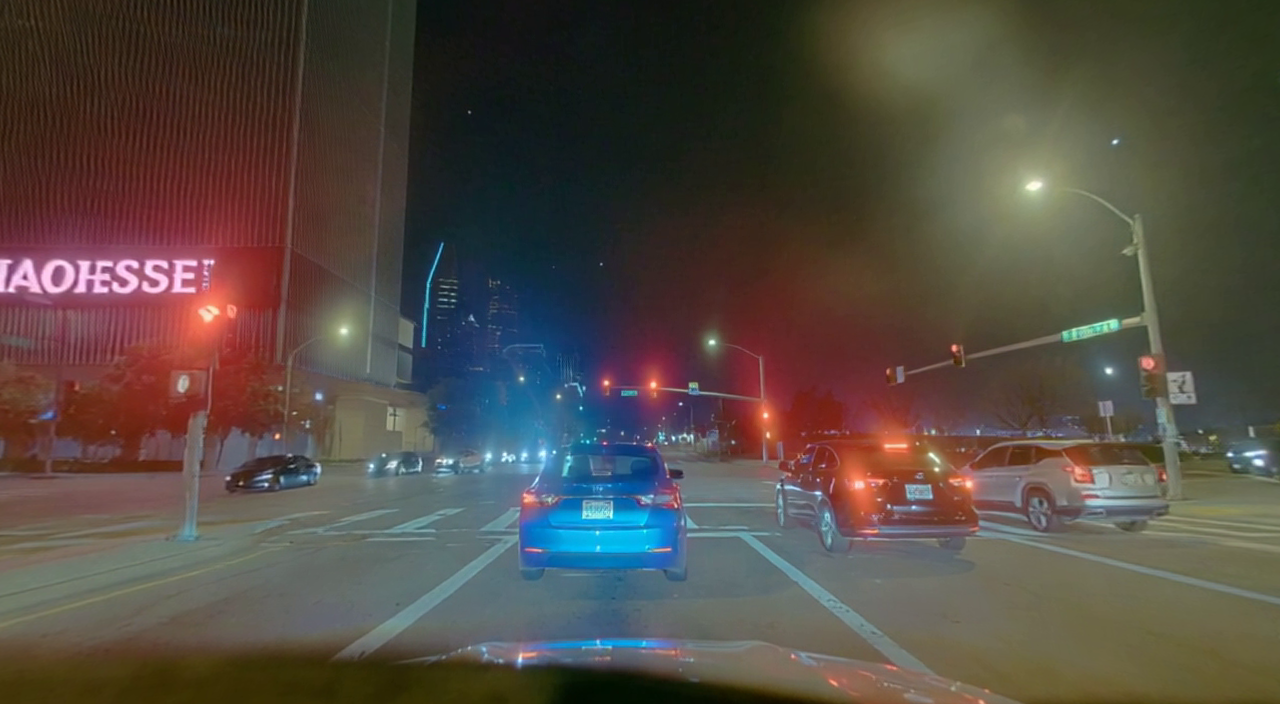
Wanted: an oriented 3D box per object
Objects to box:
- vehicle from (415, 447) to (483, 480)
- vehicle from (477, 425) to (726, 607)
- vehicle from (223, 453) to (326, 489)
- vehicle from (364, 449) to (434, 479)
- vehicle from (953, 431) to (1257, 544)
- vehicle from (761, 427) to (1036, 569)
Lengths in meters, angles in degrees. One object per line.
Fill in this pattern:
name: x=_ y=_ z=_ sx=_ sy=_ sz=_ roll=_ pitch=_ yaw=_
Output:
vehicle: x=-9.162 y=5.345 z=30.531 sx=2.045 sy=1.492 sz=3.816 roll=0 pitch=-8 yaw=0
vehicle: x=-0.367 y=1.654 z=7.286 sx=2.059 sy=1.477 sz=3.988 roll=0 pitch=-8 yaw=-1
vehicle: x=-16.523 y=5.369 z=28.796 sx=2.048 sy=1.463 sz=4.530 roll=0 pitch=-8 yaw=-1
vehicle: x=-12.978 y=6.028 z=34.224 sx=2.049 sy=1.483 sz=4.407 roll=0 pitch=-8 yaw=0
vehicle: x=7.446 y=2.165 z=10.783 sx=1.908 sy=1.517 sz=4.182 roll=0 pitch=-8 yaw=-1
vehicle: x=3.216 y=1.888 z=8.967 sx=2.042 sy=1.508 sz=4.109 roll=0 pitch=-8 yaw=-2
